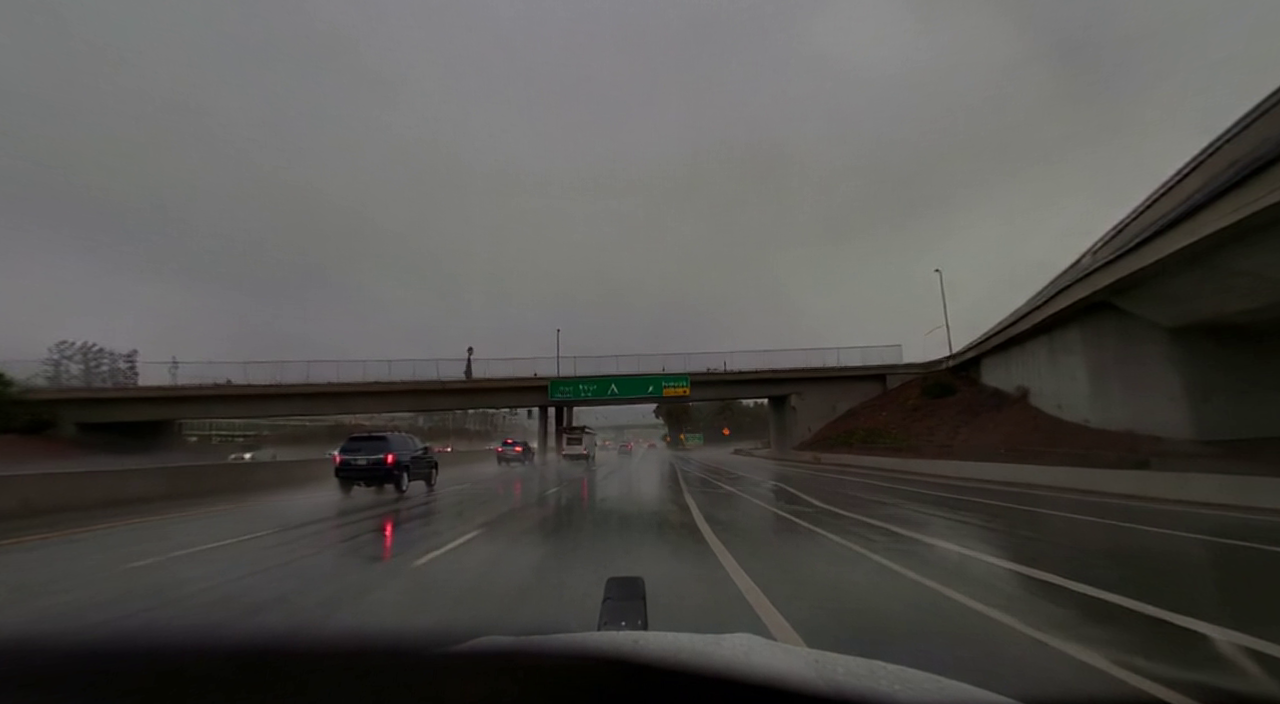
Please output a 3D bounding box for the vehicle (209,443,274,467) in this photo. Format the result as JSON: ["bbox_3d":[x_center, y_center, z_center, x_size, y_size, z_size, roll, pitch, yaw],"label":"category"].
[{"bbox_3d":[-30.057,7.779,47.532,1.811,1.651,4.601,0,-9,0],"label":"vehicle"}]

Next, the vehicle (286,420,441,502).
[{"bbox_3d":[-7.452,2.996,17.579,2.179,1.948,4.618,0,-9,0],"label":"vehicle"}]

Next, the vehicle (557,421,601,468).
[{"bbox_3d":[-3.954,6.117,41.642,2.301,2.843,6.458,0,-9,0],"label":"vehicle"}]

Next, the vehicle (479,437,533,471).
[{"bbox_3d":[-7.581,5.815,35.935,2.109,1.784,4.709,0,-9,-1],"label":"vehicle"}]
